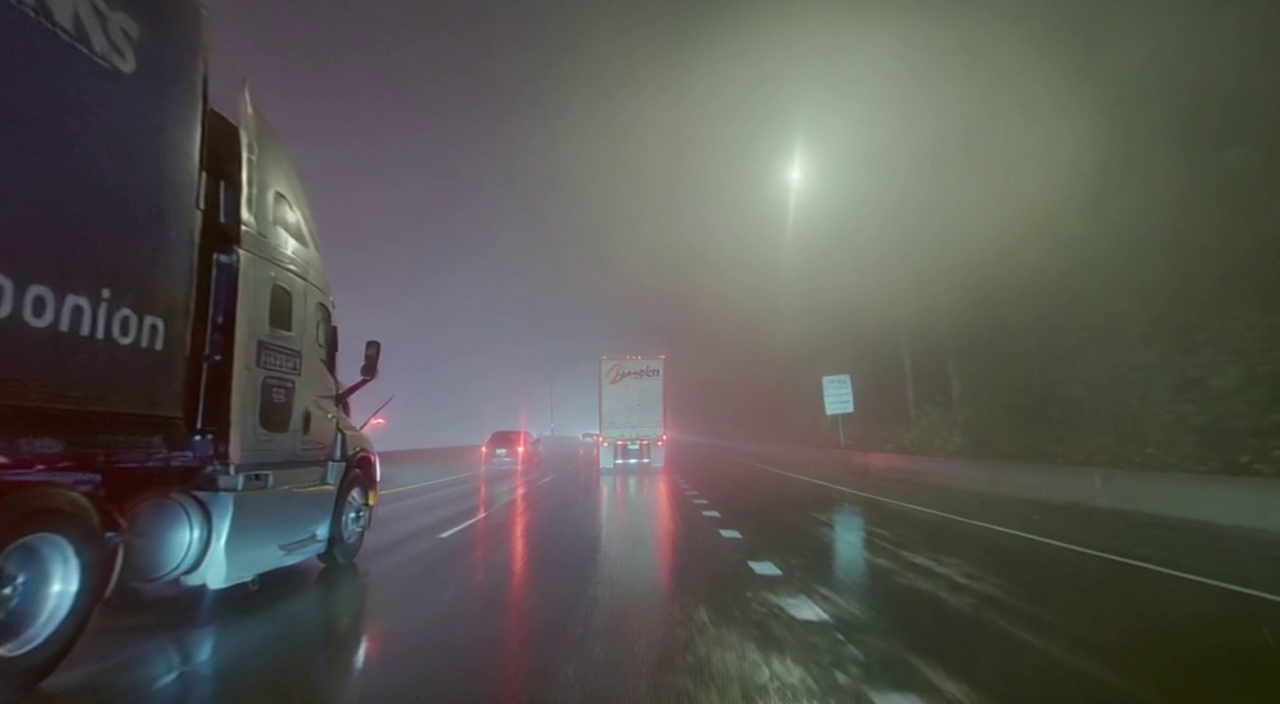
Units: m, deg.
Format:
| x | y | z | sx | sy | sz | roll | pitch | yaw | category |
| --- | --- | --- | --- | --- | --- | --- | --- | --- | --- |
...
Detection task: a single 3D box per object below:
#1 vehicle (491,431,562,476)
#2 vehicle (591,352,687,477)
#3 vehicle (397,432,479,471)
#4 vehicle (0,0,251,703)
| x | y | z | sx | sy | sz | roll | pitch | yaw | category |
| --- | --- | --- | --- | --- | --- | --- | --- | --- | --- |
| -4.036 | 3.682 | 23.045 | 1.933 | 1.492 | 3.838 | 0 | -8 | -1 | vehicle |
| -0.251 | 2.742 | 25.992 | 3.118 | 4.106 | 10.719 | 0 | -8 | -2 | vehicle |
| -8.480 | 4.192 | 26.904 | 1.976 | 1.510 | 4.604 | 0 | -8 | 0 | vehicle |
| -4.324 | -0.366 | 1.522 | 3.007 | 4.031 | 6.044 | 0 | -7 | -3 | vehicle |
